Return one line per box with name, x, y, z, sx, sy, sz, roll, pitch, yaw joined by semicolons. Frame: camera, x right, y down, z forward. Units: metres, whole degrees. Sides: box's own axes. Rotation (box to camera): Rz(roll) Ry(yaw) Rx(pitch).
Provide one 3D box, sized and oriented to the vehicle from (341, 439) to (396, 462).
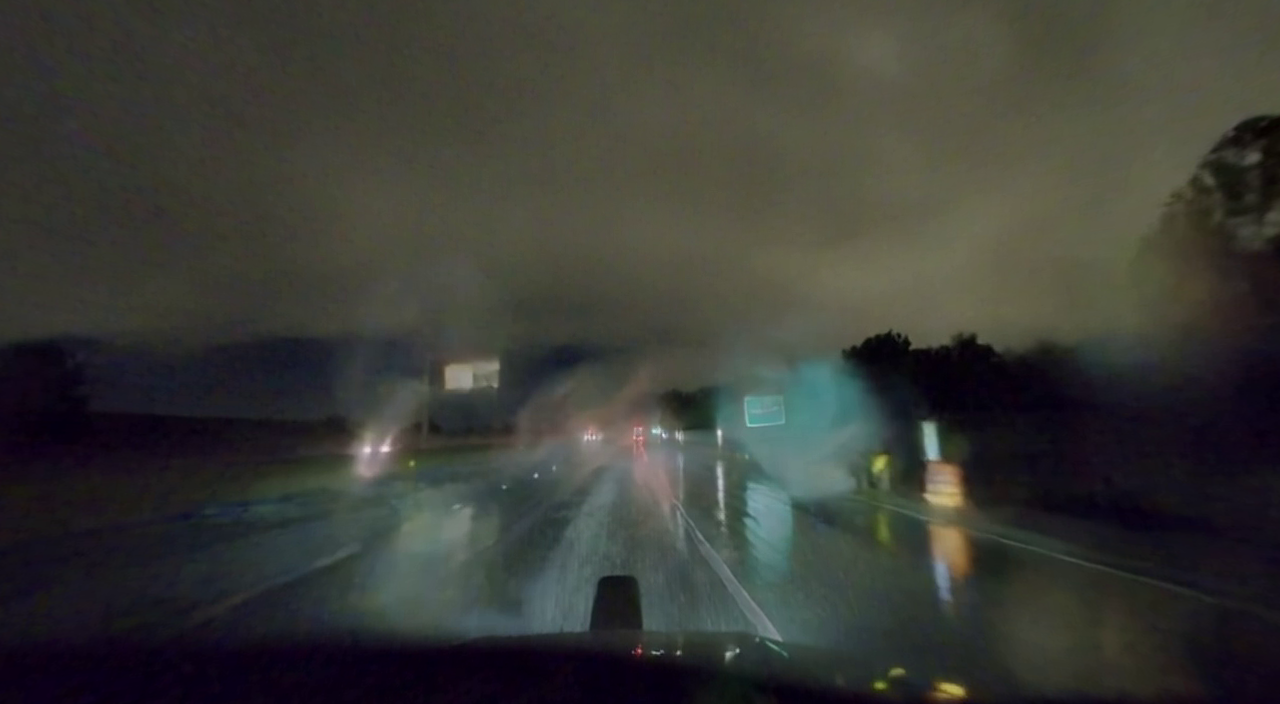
vehicle;-18.378;6.653;42.816;1.897;1.470;4.083;0;-8;0
